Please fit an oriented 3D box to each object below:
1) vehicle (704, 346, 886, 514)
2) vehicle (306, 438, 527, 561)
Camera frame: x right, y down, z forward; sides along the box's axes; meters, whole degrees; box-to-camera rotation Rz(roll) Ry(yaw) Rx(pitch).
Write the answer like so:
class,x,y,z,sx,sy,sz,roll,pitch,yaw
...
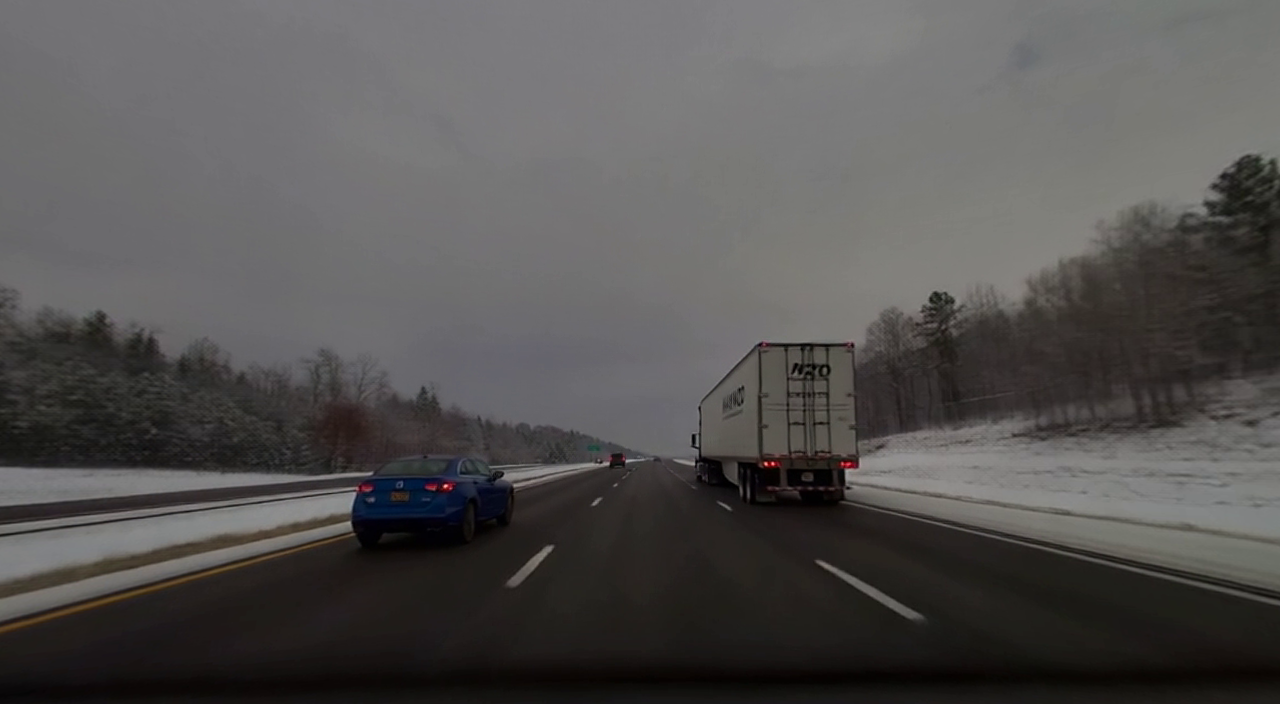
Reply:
class,x,y,z,sx,sy,sz,roll,pitch,yaw
vehicle,4.402,2.906,22.124,2.832,4.034,13.924,0,-9,0
vehicle,-3.228,2.207,10.202,1.945,1.537,4.294,0,-9,1
